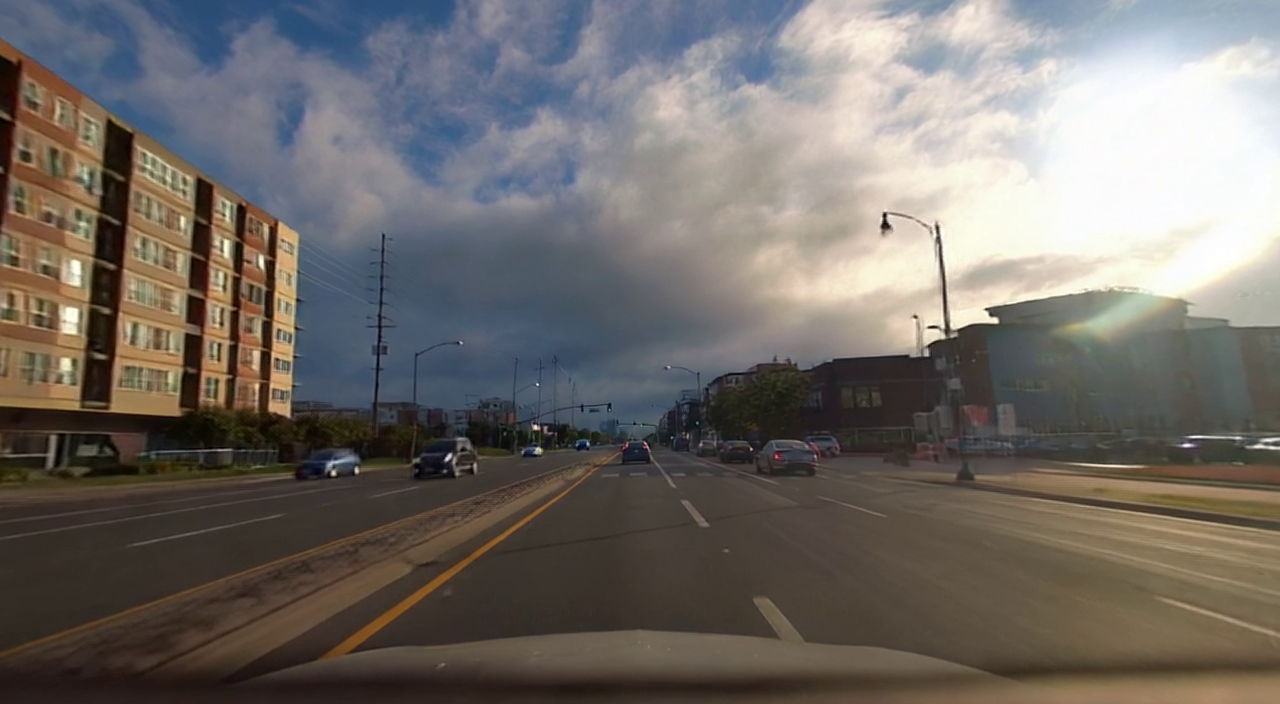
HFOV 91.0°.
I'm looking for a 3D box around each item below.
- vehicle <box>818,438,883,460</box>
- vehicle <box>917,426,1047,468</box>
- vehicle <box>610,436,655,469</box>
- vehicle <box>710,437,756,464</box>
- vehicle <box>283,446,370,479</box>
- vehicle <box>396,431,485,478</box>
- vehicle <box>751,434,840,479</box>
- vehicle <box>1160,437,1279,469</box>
[{"bbox_3d":[16.628,7.709,49.995,2.194,1.666,4.576,4,-9,-27],"label":"vehicle"},{"bbox_3d":[17.679,4.951,32.718,5.388,2.082,2.328,1,-9,-4],"label":"vehicle"},{"bbox_3d":[-0.366,5.092,31.912,2.106,1.553,3.964,0,-8,-1],"label":"vehicle"},{"bbox_3d":[5.717,6.137,39.230,2.154,1.554,4.149,0,-8,-2],"label":"vehicle"},{"bbox_3d":[-15.800,5.585,32.047,1.977,1.514,4.720,0,-8,0],"label":"vehicle"},{"bbox_3d":[-8.671,4.526,27.970,2.357,1.894,4.864,0,-8,0],"label":"vehicle"},{"bbox_3d":[5.961,4.069,24.799,2.121,1.557,4.898,0,-8,-1],"label":"vehicle"},{"bbox_3d":[29.605,5.150,32.384,1.781,1.507,4.628,0,-8,2],"label":"vehicle"}]
